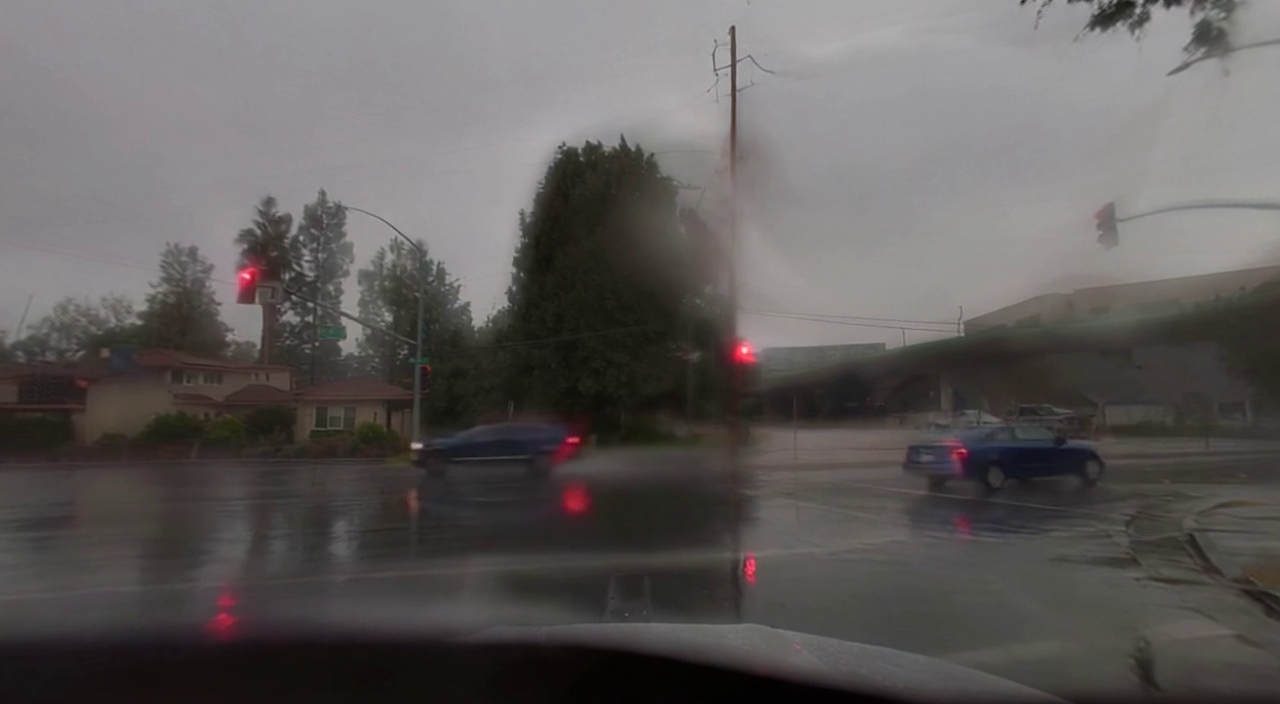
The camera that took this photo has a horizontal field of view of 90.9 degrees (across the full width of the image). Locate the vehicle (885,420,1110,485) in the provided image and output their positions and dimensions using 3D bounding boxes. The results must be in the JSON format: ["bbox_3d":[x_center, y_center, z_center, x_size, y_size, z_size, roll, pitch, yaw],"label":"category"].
[{"bbox_3d":[8.746,2.455,15.566,4.757,1.442,1.858,2,-9,-14],"label":"vehicle"}]

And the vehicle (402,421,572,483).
[{"bbox_3d":[-4.788,3.138,19.967,4.966,1.806,2.007,2,-9,-16],"label":"vehicle"}]
